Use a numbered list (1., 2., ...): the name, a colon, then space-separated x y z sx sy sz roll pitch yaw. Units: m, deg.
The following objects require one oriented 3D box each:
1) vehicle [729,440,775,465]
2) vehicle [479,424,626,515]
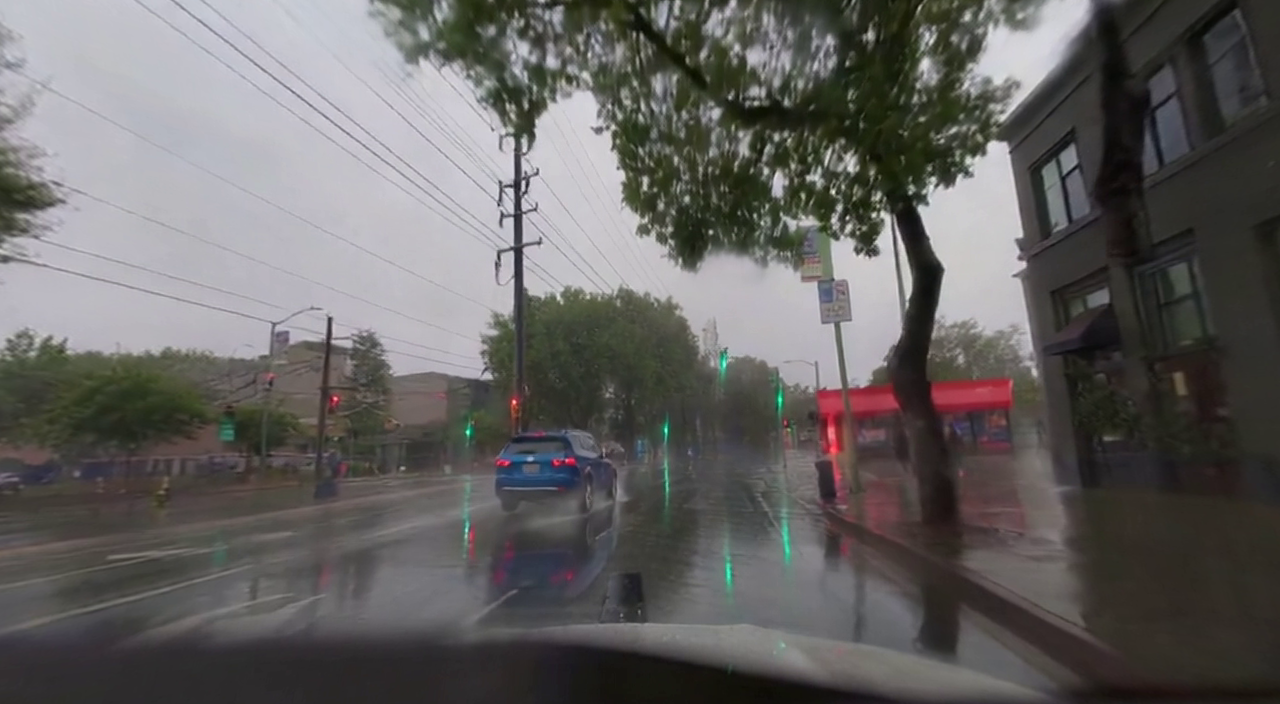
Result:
1. vehicle: 7.122 6.307 39.765 2.006 1.470 4.099 -4 -9 22
2. vehicle: -1.766 2.620 14.478 2.101 1.721 4.364 -1 -9 9
